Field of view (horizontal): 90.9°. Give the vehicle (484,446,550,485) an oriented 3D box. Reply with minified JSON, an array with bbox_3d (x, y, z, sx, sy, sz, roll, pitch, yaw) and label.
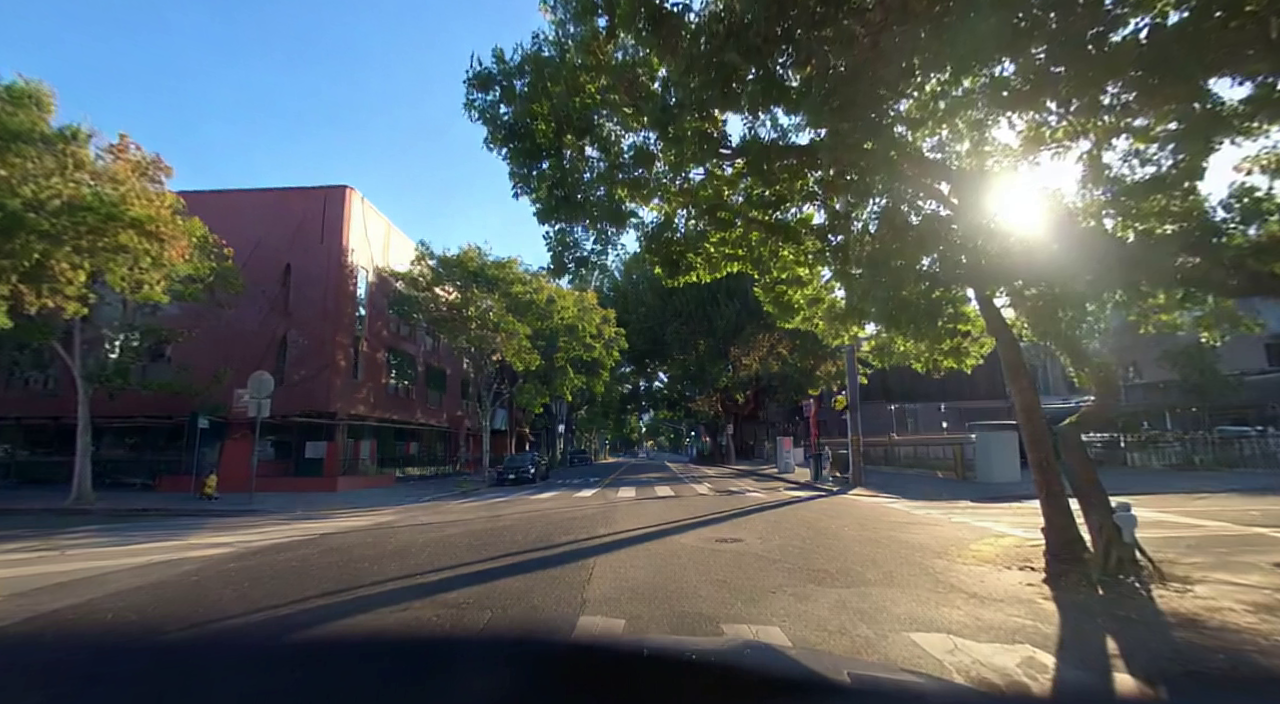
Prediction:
[{"bbox_3d":[-5.762,5.358,30.167,2.223,1.658,4.621,0,-8,0],"label":"vehicle"}]
